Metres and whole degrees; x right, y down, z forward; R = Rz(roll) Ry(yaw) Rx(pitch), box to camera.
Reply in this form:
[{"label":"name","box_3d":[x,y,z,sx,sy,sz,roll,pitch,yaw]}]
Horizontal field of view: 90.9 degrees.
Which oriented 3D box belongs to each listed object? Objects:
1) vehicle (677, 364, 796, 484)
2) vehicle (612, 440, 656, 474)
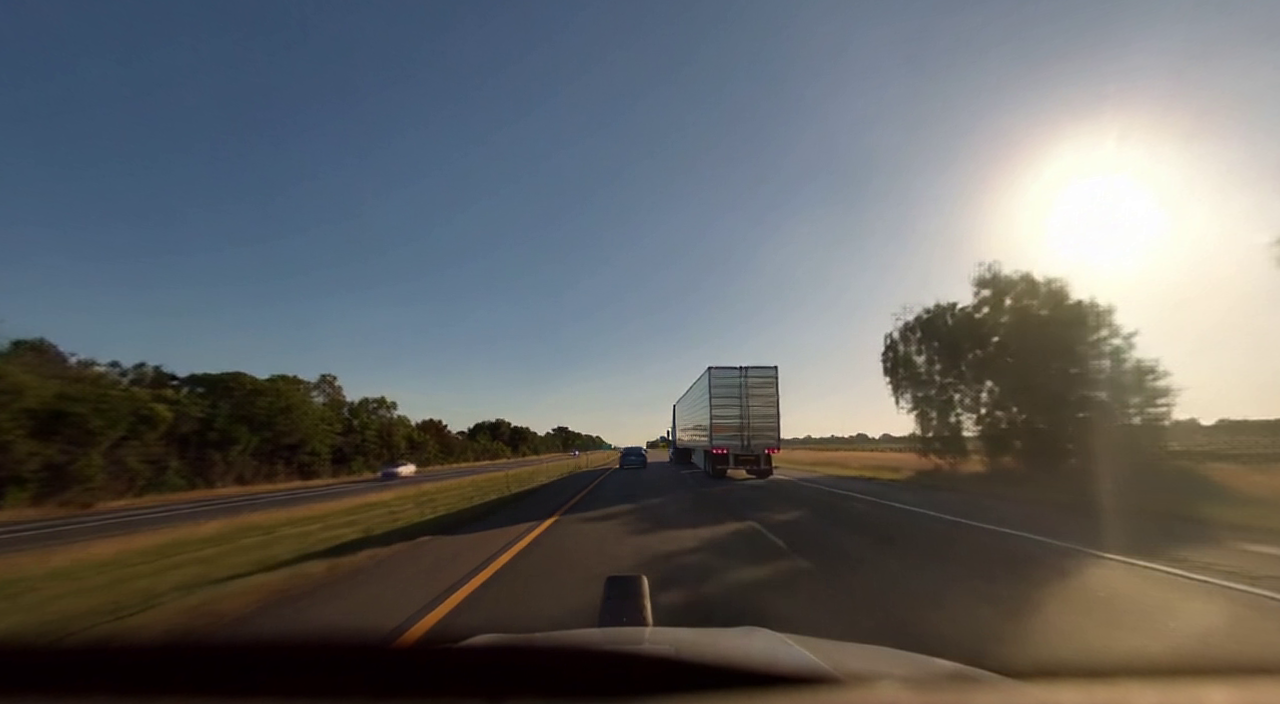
[{"label":"vehicle","box_3d":[3.828,3.673,30.005,2.929,4.158,15.921,0,-9,-1]},{"label":"vehicle","box_3d":[-0.265,5.071,30.754,1.968,1.515,4.025,0,-8,0]}]
